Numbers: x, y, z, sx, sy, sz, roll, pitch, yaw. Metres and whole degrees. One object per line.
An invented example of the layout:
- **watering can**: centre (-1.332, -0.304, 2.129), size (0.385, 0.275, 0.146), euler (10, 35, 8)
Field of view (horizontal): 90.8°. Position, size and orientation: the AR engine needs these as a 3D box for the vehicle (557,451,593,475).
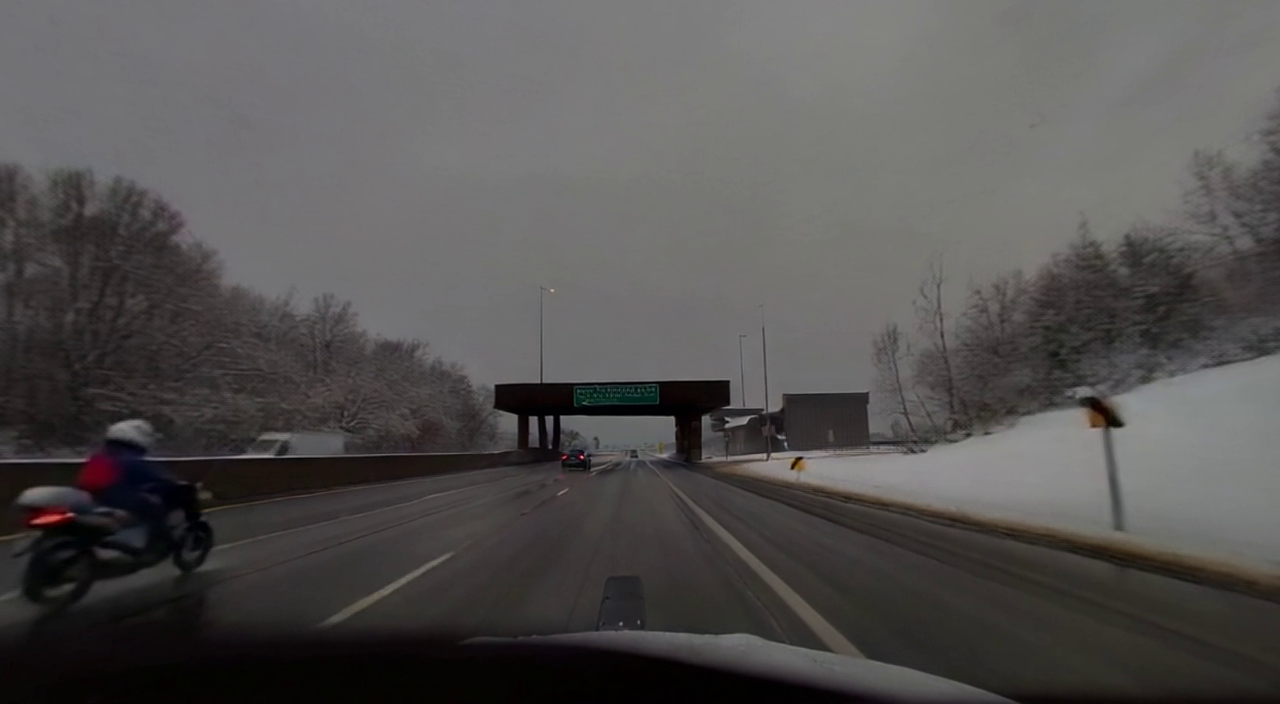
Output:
- **vehicle**: centre (-4.212, 7.246, 41.449), size (1.992, 1.504, 4.117), euler (0, -9, 0)
